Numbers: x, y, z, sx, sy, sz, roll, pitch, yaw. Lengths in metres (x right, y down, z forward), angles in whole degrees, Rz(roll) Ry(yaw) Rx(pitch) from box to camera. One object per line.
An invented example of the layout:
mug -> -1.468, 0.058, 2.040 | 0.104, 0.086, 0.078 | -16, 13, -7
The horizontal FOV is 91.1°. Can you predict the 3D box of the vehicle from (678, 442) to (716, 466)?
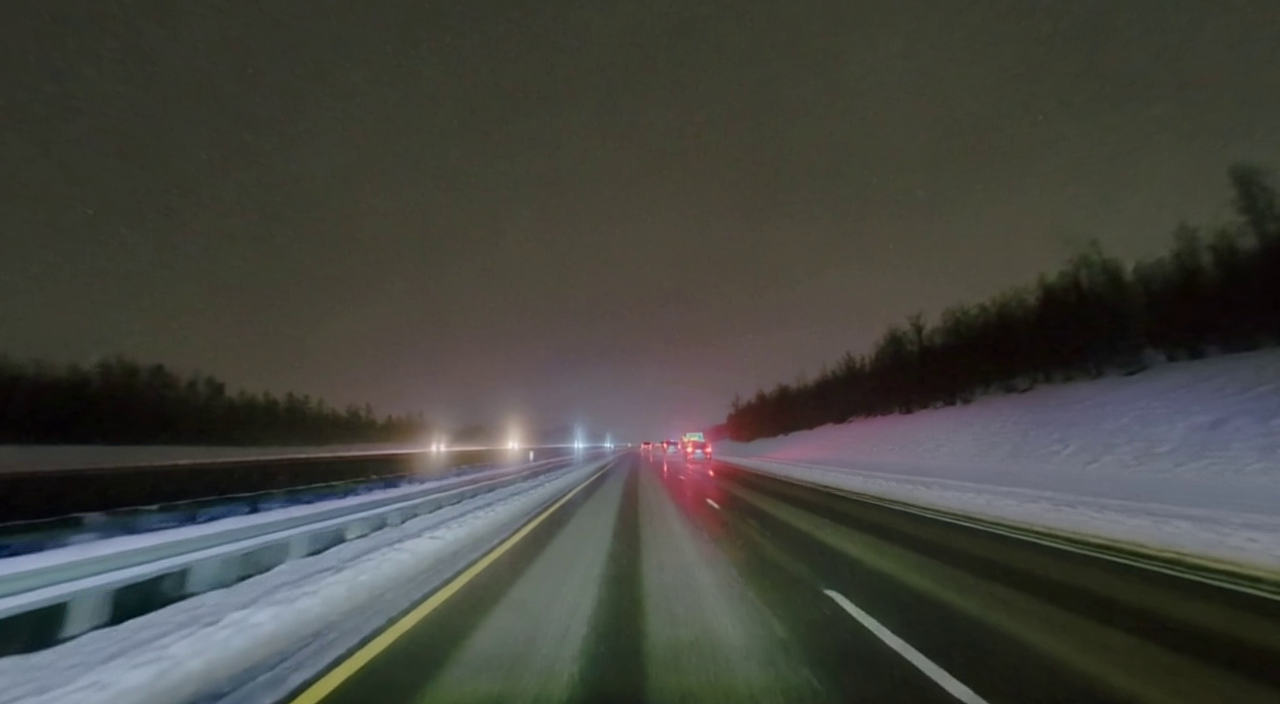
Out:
vehicle -> 3.806, 6.875, 42.584 | 2.044, 1.527, 4.658 | 0, -8, -1
